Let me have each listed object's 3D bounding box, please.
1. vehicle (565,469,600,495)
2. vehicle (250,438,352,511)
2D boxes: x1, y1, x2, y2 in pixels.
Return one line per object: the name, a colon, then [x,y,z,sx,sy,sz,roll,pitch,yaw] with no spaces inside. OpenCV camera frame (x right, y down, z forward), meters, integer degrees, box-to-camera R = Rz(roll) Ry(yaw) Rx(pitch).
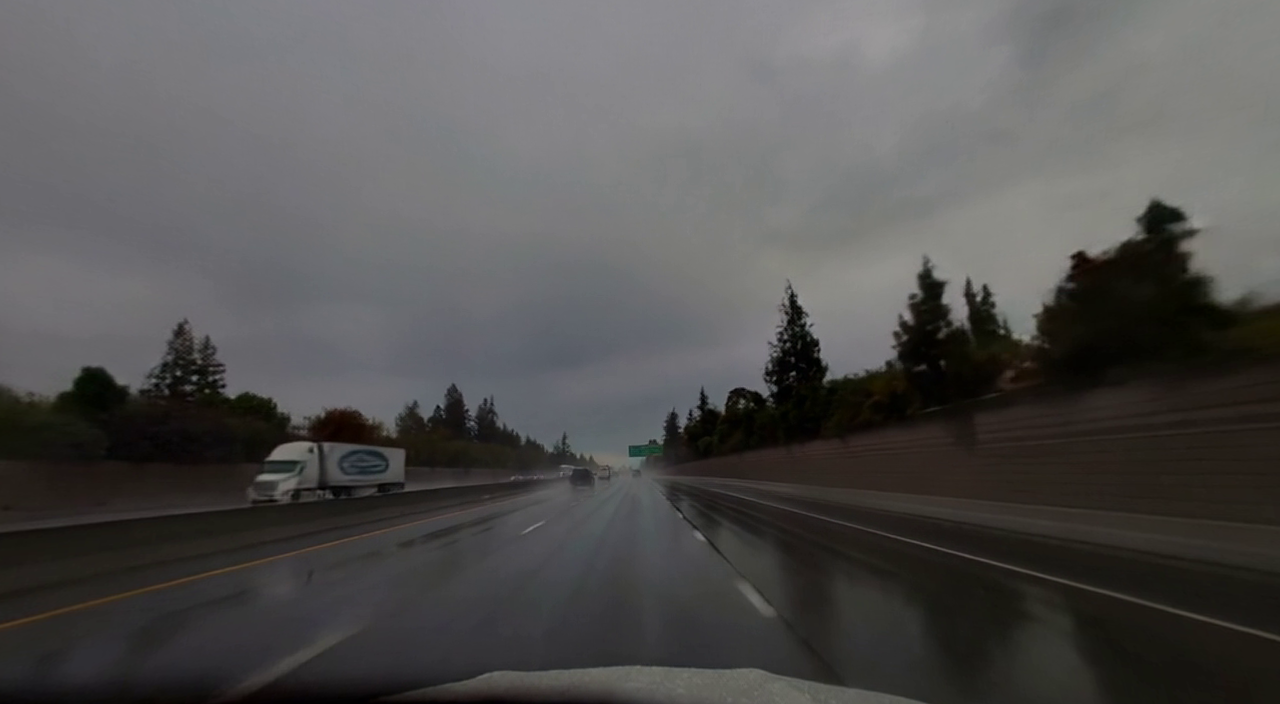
vehicle: [-3.544,8.067,39.239,1.863,1.486,3.852,1,-10,-1]
vehicle: [-21.784,7.940,41.013,2.975,4.273,6.131,1,-11,0]
